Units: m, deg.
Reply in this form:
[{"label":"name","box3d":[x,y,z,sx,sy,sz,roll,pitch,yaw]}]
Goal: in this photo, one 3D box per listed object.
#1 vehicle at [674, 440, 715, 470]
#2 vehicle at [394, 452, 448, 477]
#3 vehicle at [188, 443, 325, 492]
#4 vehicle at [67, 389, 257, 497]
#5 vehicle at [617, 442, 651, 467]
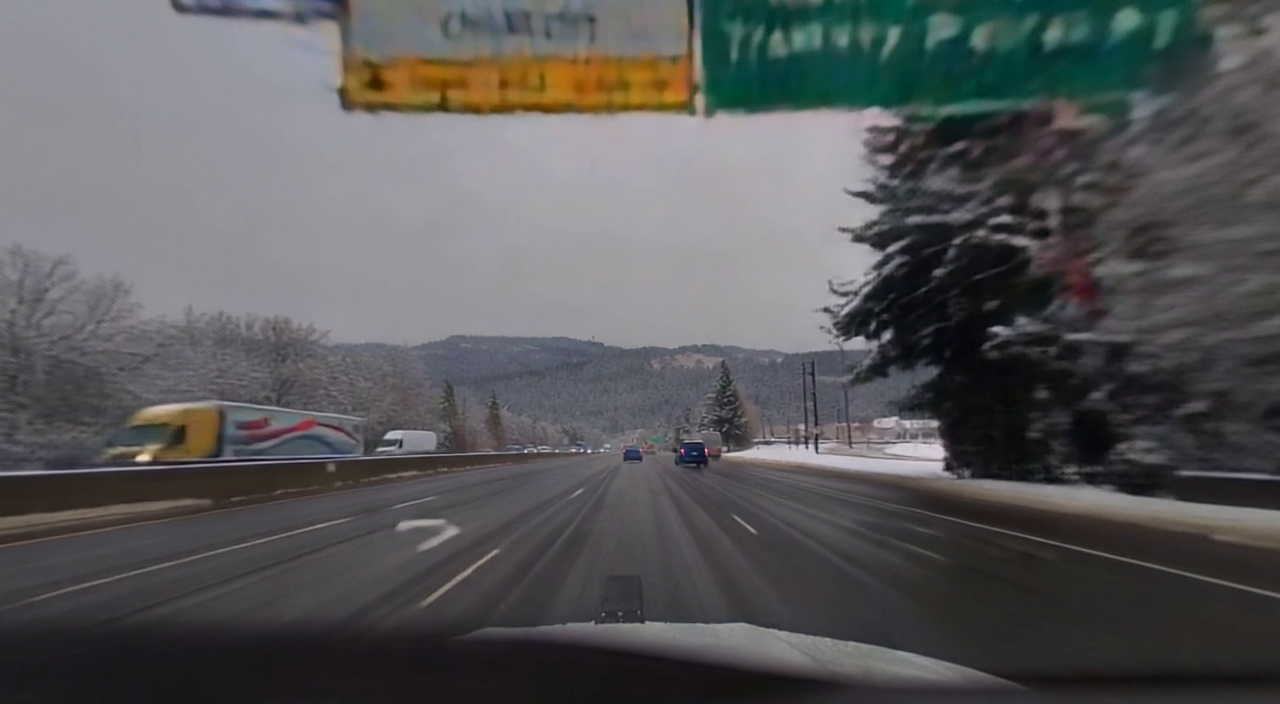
[{"label":"vehicle","box3d":[3.378,6.487,40.004,2.036,1.796,4.470,0,-9,-2]},{"label":"vehicle","box3d":[-13.886,7.124,40.317,1.872,1.433,4.353,0,-9,0]},{"label":"vehicle","box3d":[-13.974,4.218,23.456,2.090,1.598,4.713,0,-9,0]},{"label":"vehicle","box3d":[-21.192,4.137,28.708,3.228,4.337,6.550,0,-9,0]},{"label":"vehicle","box3d":[-0.429,7.490,46.231,2.325,1.712,4.592,0,-9,0]}]
